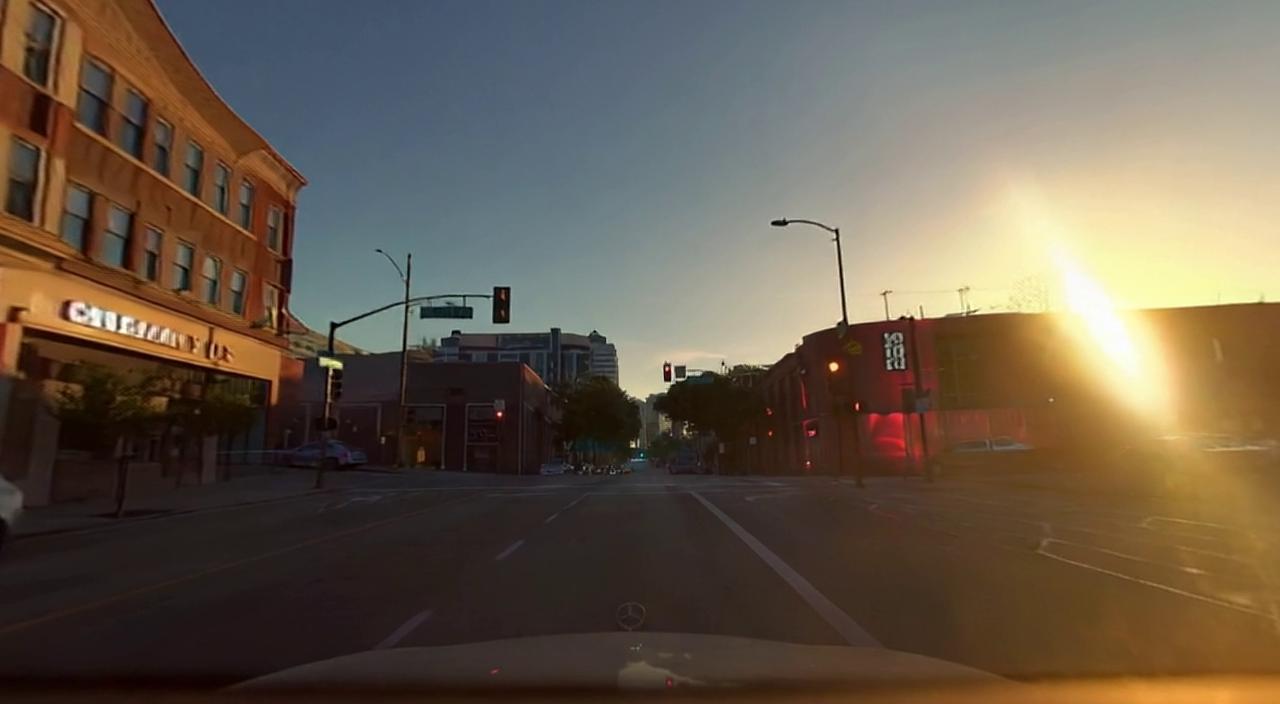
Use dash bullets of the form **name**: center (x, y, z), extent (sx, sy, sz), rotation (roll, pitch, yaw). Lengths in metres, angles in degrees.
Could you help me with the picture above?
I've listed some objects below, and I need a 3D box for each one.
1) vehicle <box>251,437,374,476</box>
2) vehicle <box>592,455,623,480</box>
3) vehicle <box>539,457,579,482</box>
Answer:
- **vehicle**: center (-17.657, 5.640, 34.177), extent (5.376, 1.994, 2.196), rotation (0, -8, 2)
- **vehicle**: center (-2.337, 8.359, 45.875), extent (1.981, 1.625, 4.399), rotation (0, -8, 1)
- **vehicle**: center (-5.825, 8.493, 45.885), extent (2.167, 1.643, 4.518), rotation (-1, -8, 2)
